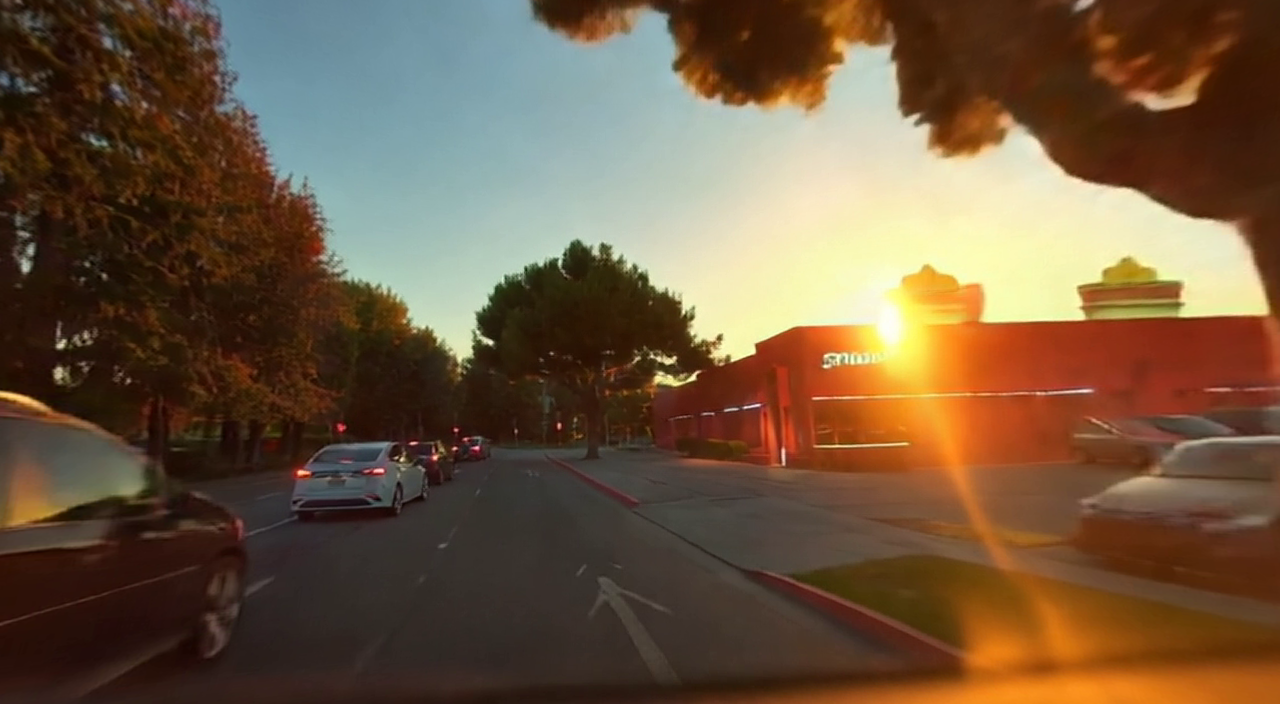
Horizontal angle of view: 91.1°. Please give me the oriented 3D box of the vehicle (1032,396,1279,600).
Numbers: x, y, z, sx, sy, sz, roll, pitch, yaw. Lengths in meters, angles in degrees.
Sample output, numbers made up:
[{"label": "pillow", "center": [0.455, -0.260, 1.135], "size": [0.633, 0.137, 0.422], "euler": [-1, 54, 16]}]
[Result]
[{"label": "vehicle", "center": [6.079, 1.300, 6.590], "size": [3.575, 1.473, 1.785], "euler": [-1, -8, -32]}]

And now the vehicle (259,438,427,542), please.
[{"label": "vehicle", "center": [-5.246, 2.392, 11.733], "size": [1.768, 1.539, 4.147], "euler": [1, -8, -11]}]

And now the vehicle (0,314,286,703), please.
[{"label": "vehicle", "center": [-3.164, 0.778, 2.105], "size": [2.065, 1.773, 4.128], "euler": [1, -8, -9]}]
